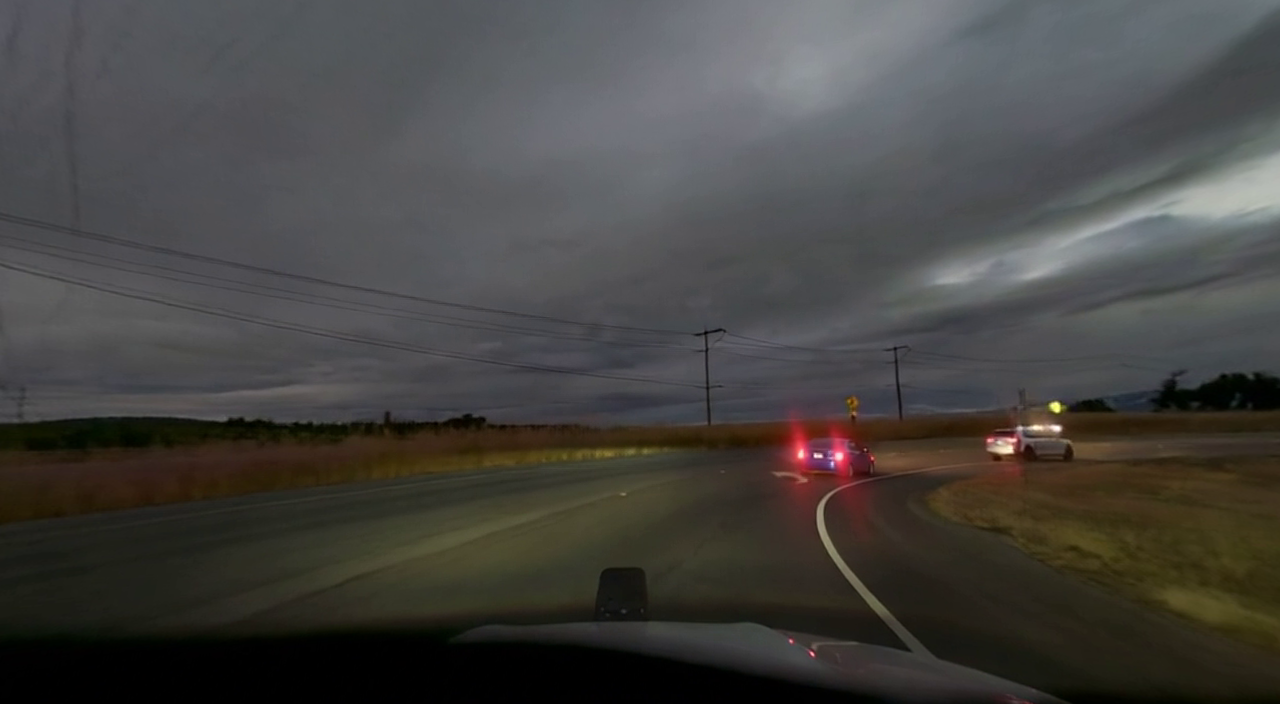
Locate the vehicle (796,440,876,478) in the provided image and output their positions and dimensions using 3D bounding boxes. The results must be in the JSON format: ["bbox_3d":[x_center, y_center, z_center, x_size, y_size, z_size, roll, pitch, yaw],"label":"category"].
[{"bbox_3d":[8.240,4.392,26.227,2.026,1.407,4.374,-5,-10,32],"label":"vehicle"}]

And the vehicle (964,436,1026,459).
[{"bbox_3d":[24.048,6.450,42.653,4.307,1.465,1.836,6,-10,-35],"label":"vehicle"}]

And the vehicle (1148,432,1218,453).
[{"bbox_3d":[42.412,7.062,49.273,4.102,1.552,1.931,2,-8,-12],"label":"vehicle"}]
